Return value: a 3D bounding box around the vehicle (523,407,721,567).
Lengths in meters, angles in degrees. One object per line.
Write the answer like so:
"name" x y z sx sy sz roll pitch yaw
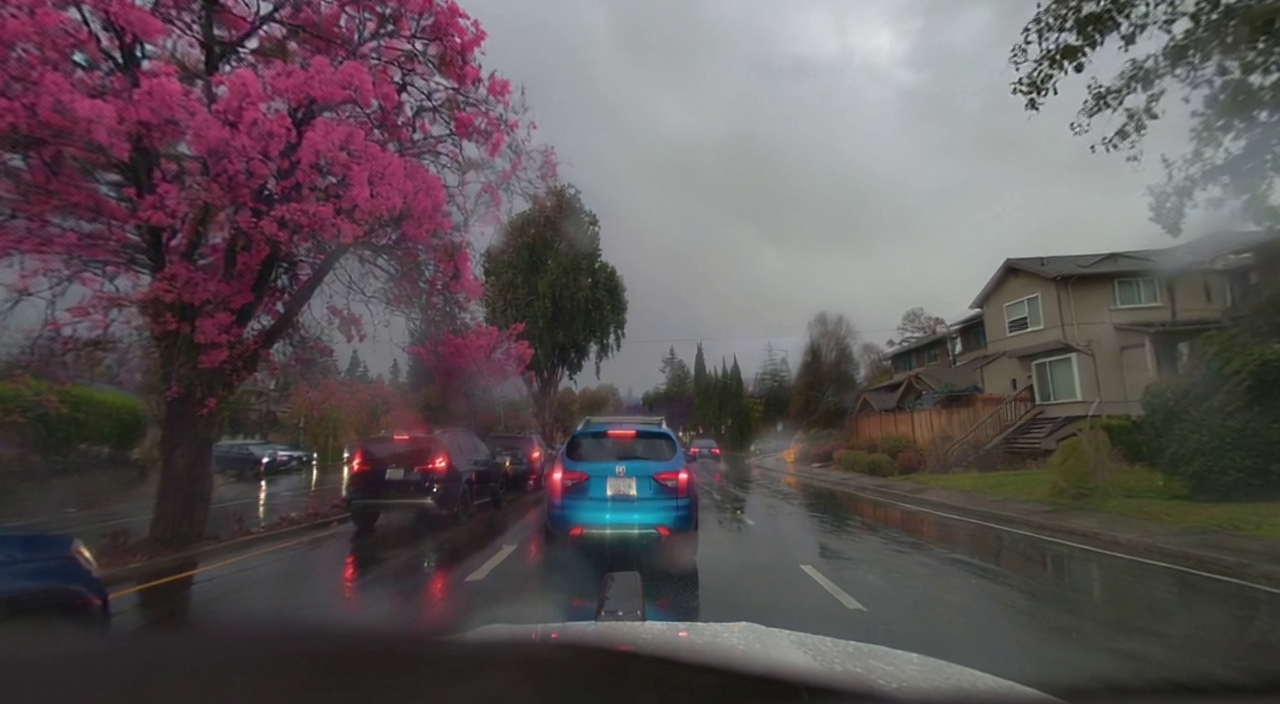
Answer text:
"vehicle" -0.202 1.745 8.868 2.112 1.693 4.058 0 -8 0

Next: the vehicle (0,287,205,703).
"vehicle" -3.526 0.528 0.946 2.304 1.928 4.833 0 -8 -1

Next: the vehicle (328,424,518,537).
"vehicle" -3.665 2.233 11.641 1.948 1.668 4.279 0 -8 0

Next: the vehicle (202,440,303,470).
"vehicle" -28.528 7.579 46.814 5.856 2.096 2.481 3 -9 -18
